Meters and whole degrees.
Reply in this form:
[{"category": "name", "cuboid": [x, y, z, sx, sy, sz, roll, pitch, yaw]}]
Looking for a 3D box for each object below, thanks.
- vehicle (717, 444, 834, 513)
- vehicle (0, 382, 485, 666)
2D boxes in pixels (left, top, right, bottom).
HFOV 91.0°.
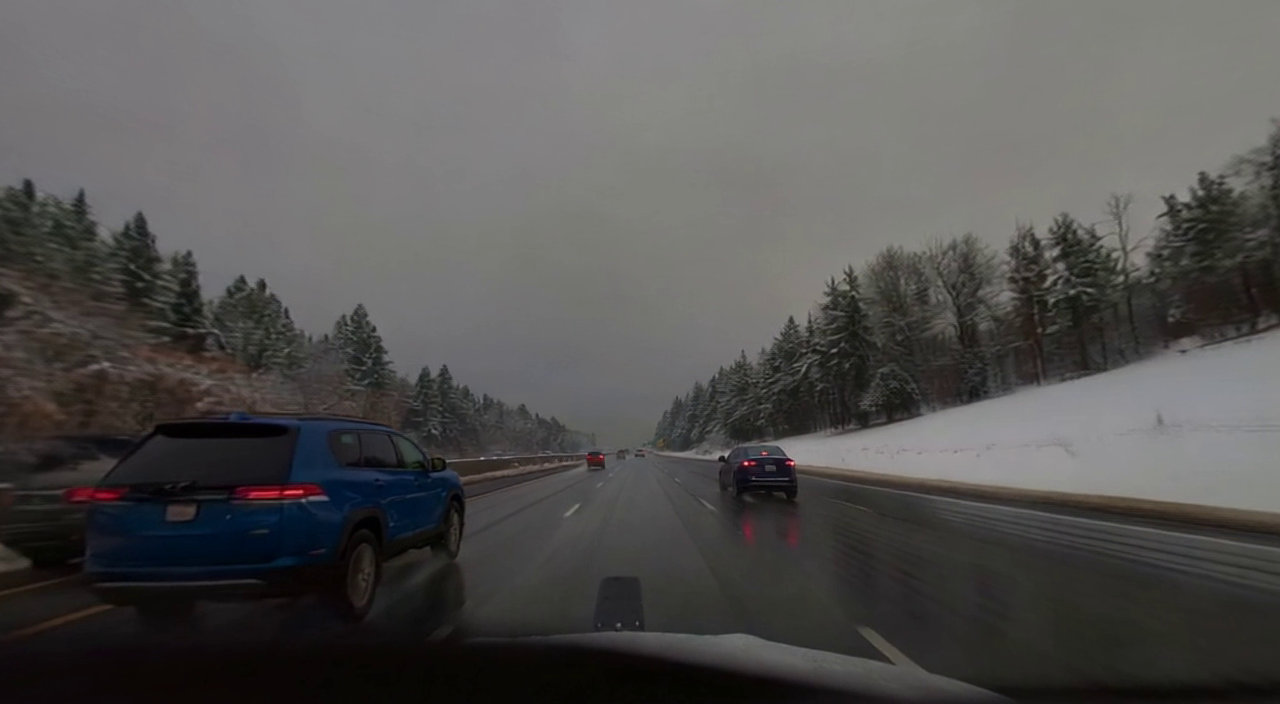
[{"category": "vehicle", "cuboid": [3.228, 3.087, 15.918, 1.979, 1.486, 4.125, 0, -9, -1]}, {"category": "vehicle", "cuboid": [-3.178, 1.398, 6.217, 2.137, 1.756, 4.453, 0, -9, 0]}]
